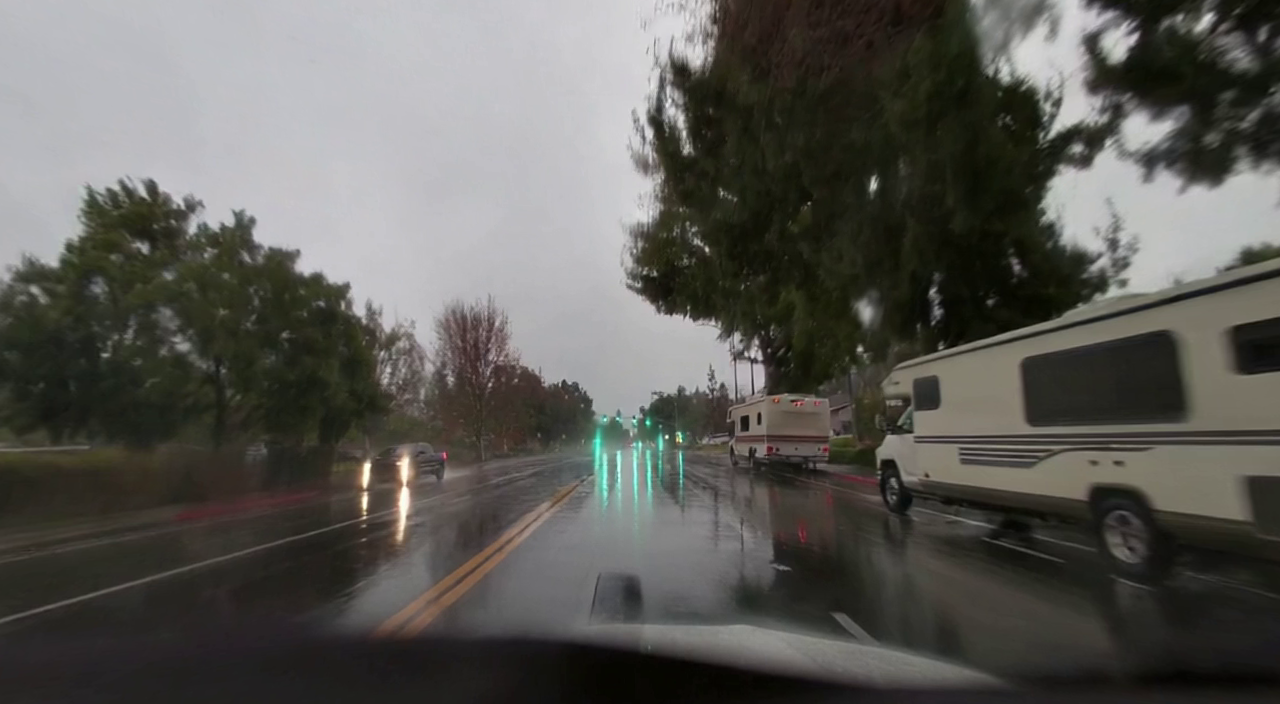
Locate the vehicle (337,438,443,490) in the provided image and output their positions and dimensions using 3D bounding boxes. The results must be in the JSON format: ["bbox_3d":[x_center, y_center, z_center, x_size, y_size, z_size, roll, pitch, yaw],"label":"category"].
[{"bbox_3d":[-9.944,4.466,25.658,2.391,1.843,4.764,-2,-8,-1],"label":"vehicle"}]

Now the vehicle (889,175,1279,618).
[{"bbox_3d":[6.151,0.828,8.047,2.818,3.236,7.567,0,-8,0],"label":"vehicle"}]

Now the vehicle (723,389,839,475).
[{"bbox_3d":[6.046,3.781,29.086,2.944,3.252,9.712,0,-9,-1],"label":"vehicle"}]
